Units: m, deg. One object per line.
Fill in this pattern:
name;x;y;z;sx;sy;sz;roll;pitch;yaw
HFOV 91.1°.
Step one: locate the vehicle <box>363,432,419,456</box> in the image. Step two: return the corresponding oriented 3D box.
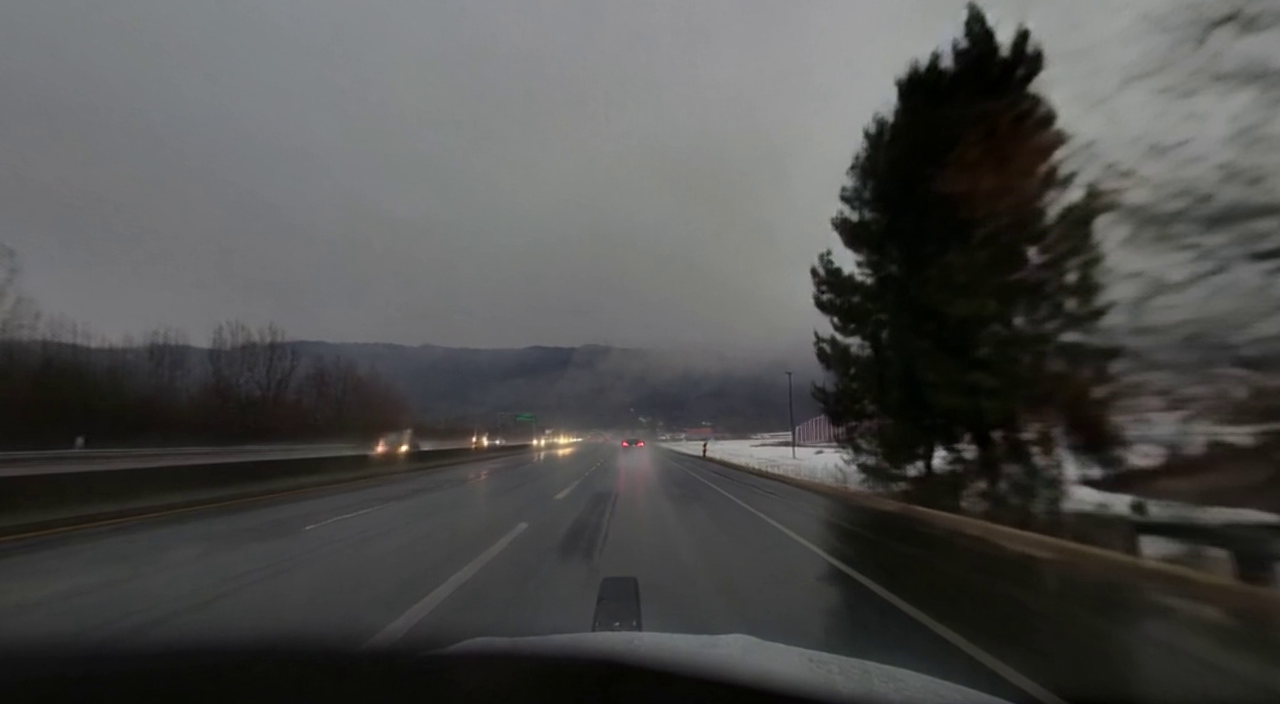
vehicle;-16.300;6.040;41.372;1.893;1.492;4.331;0;-8;0
